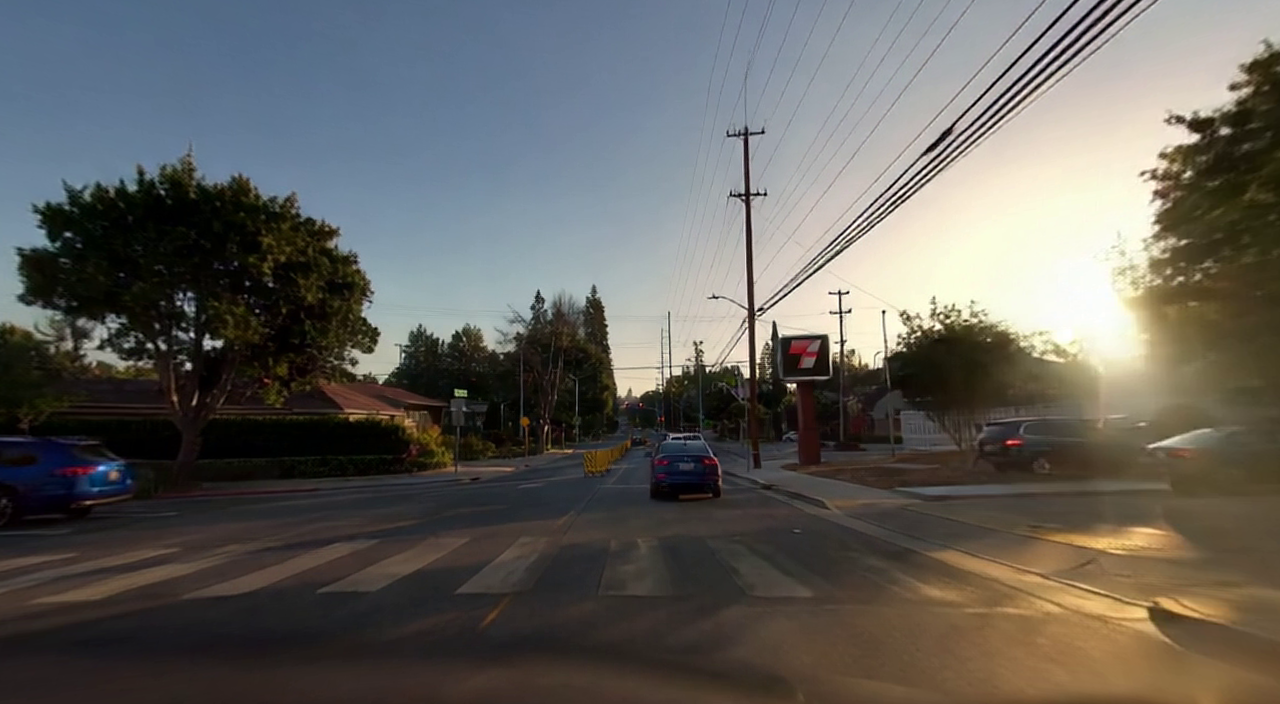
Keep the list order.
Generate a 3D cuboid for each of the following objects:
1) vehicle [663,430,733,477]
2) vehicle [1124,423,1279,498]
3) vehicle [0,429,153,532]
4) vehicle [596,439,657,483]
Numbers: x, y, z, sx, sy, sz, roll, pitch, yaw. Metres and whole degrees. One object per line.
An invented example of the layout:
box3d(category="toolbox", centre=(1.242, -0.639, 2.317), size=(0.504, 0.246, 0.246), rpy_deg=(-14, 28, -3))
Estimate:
box3d(category="vehicle", centre=(2.477, 4.554, 28.542), size=(2.553, 1.868, 5.536), rpy_deg=(0, -8, -1))
box3d(category="vehicle", centre=(13.165, 2.181, 12.860), size=(4.872, 1.400, 1.955), rpy_deg=(-1, -8, 3))
box3d(category="vehicle", centre=(-13.772, 2.532, 12.710), size=(5.866, 1.904, 2.197), rpy_deg=(1, -8, -6))
box3d(category="vehicle", centre=(-0.568, 3.894, 22.895), size=(1.874, 1.427, 3.976), rpy_deg=(1, -8, -6))
